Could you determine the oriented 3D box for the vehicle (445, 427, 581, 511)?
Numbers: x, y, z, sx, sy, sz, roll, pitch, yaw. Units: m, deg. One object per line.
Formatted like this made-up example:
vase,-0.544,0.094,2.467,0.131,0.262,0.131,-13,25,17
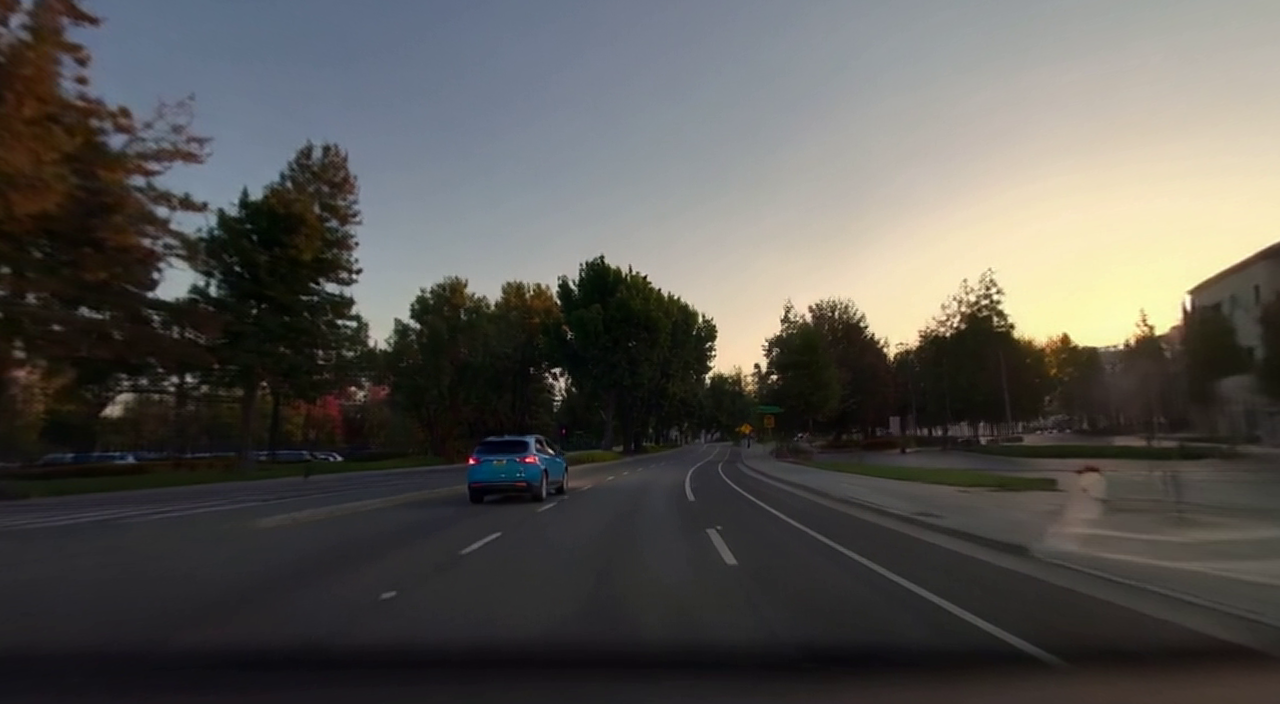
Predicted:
vehicle,-2.882,2.789,15.469,2.121,1.724,4.392,-1,-9,4
